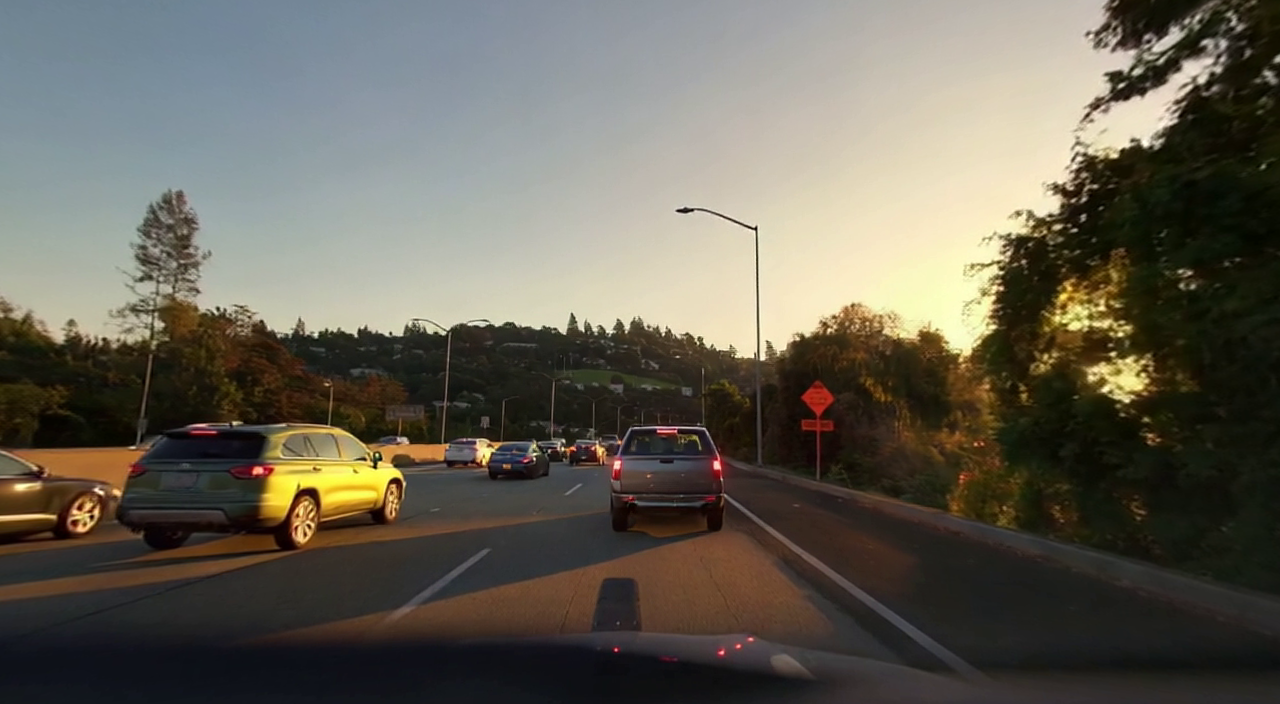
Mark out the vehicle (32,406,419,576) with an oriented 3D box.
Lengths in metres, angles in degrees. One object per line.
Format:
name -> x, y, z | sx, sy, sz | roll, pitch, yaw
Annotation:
vehicle -> -4.989, 1.727, 8.611 | 2.076, 1.688, 4.334 | -1, -9, 5

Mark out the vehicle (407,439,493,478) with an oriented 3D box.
vehicle -> -7.745, 4.366, 26.205 | 1.925, 1.454, 4.270 | -1, -9, 5

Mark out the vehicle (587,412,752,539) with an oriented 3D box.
vehicle -> 0.469, 2.025, 10.912 | 2.235, 1.716, 4.435 | -1, -9, 2

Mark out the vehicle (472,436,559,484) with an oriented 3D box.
vehicle -> -4.146, 3.675, 21.745 | 1.868, 1.470, 4.105 | -1, -9, 4
